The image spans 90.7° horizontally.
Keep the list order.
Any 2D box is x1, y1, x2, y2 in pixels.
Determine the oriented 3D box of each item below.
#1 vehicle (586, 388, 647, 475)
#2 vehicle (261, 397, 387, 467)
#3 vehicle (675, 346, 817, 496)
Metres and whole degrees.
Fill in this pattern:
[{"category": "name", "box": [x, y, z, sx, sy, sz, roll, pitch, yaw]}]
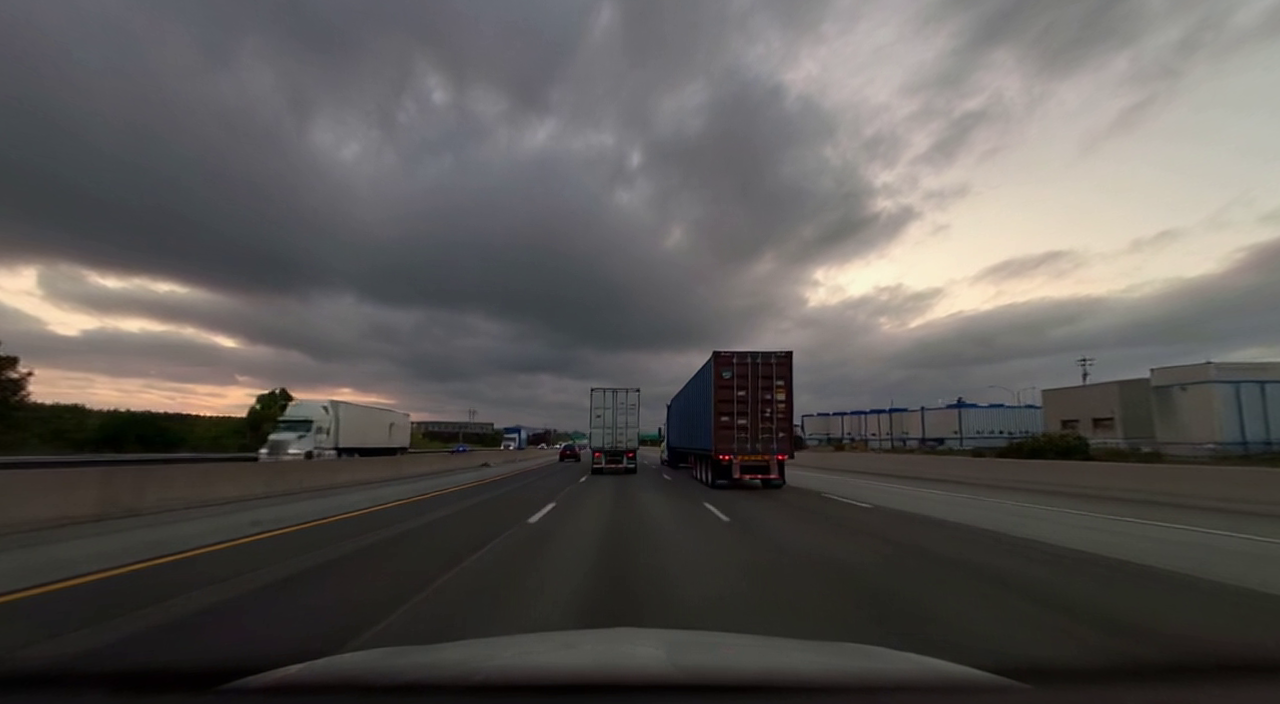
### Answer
[{"category": "vehicle", "box": [-1.211, 4.613, 35.767, 2.841, 4.071, 12.046, 0, -9, -1]}, {"category": "vehicle", "box": [-21.676, 5.757, 44.731, 3.084, 4.220, 12.355, 0, -9, -3]}, {"category": "vehicle", "box": [3.200, 2.788, 23.557, 2.803, 4.072, 12.744, 0, -9, -1]}]
